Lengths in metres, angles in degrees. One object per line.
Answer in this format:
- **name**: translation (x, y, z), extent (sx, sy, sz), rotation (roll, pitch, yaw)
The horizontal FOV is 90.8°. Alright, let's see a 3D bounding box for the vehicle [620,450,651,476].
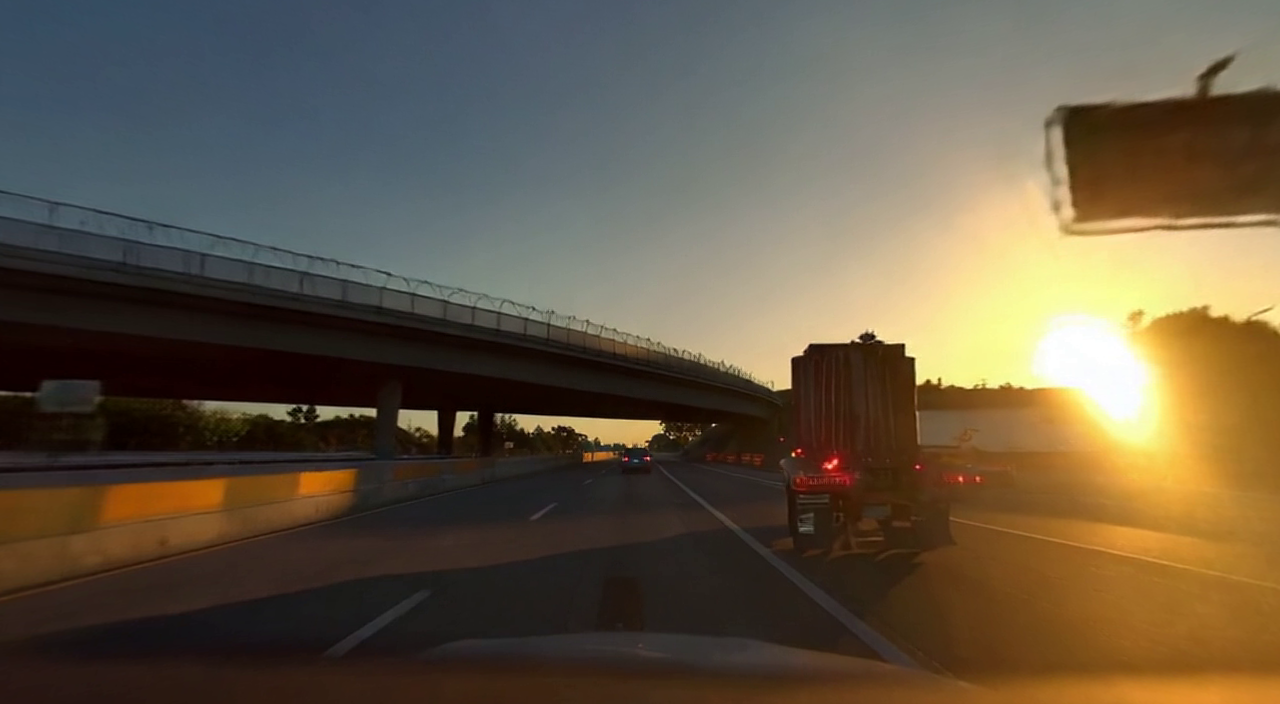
- **vehicle**: translation (-0.233, 6.576, 37.676), extent (1.695, 1.437, 3.506), rotation (0, -9, 2)
